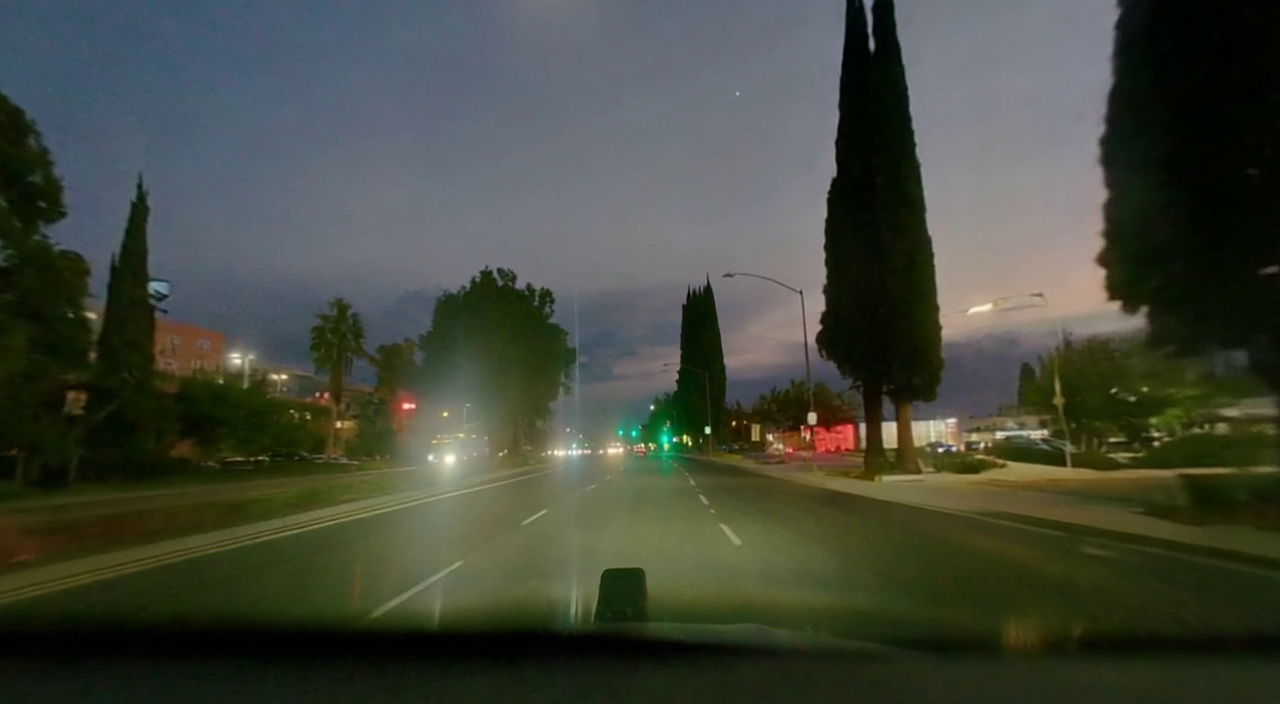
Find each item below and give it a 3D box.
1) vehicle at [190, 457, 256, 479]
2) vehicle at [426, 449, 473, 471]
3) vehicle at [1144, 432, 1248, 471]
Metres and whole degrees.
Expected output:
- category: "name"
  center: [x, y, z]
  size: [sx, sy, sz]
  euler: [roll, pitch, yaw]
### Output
- category: "vehicle"
  center: [-32.338, 8.991, 48.943]
  size: [4.001, 1.415, 1.693]
  euler: [-3, -8, -1]
- category: "vehicle"
  center: [-13.549, 7.708, 45.169]
  size: [1.914, 1.496, 4.742]
  euler: [0, -9, 0]
- category: "vehicle"
  center: [25.374, 4.508, 28.997]
  size: [1.823, 1.466, 4.676]
  euler: [-7, -8, 19]
